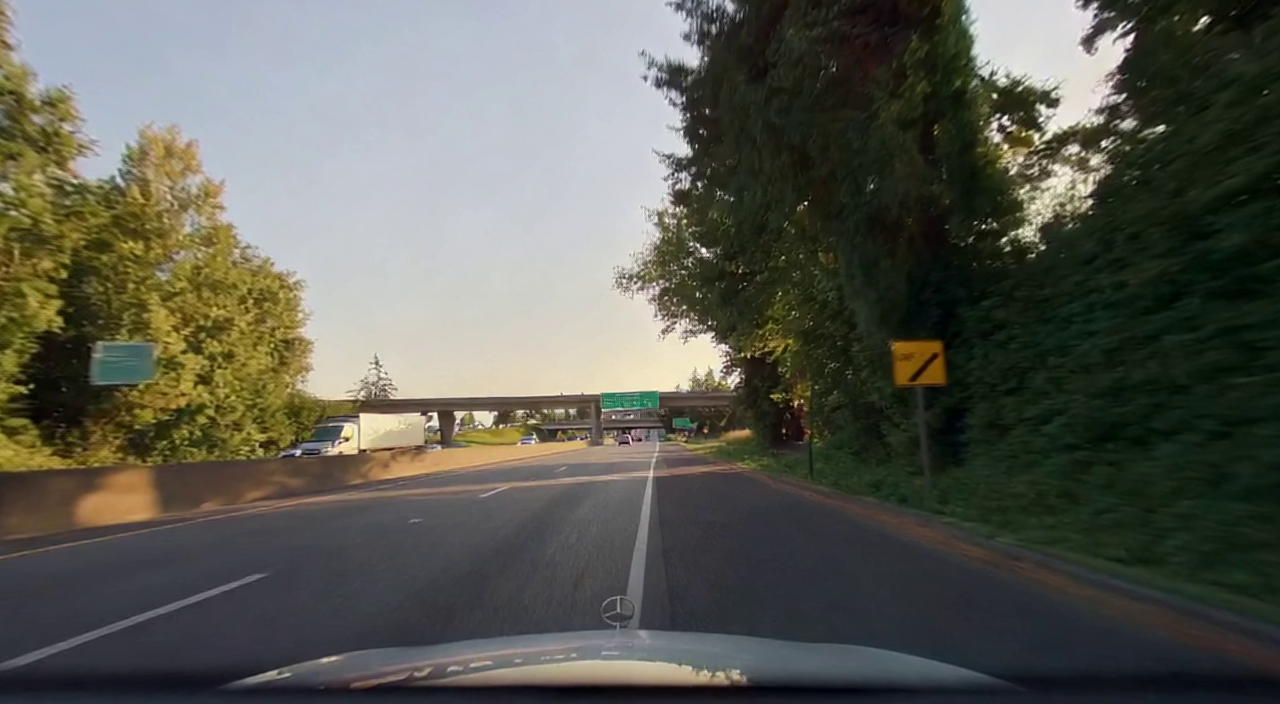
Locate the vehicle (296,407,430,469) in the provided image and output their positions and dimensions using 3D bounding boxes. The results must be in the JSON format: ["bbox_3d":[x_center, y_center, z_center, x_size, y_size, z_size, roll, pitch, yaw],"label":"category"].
[{"bbox_3d":[-16.669,5.359,39.323,3.161,3.320,10.997,0,-8,1],"label":"vehicle"}]
